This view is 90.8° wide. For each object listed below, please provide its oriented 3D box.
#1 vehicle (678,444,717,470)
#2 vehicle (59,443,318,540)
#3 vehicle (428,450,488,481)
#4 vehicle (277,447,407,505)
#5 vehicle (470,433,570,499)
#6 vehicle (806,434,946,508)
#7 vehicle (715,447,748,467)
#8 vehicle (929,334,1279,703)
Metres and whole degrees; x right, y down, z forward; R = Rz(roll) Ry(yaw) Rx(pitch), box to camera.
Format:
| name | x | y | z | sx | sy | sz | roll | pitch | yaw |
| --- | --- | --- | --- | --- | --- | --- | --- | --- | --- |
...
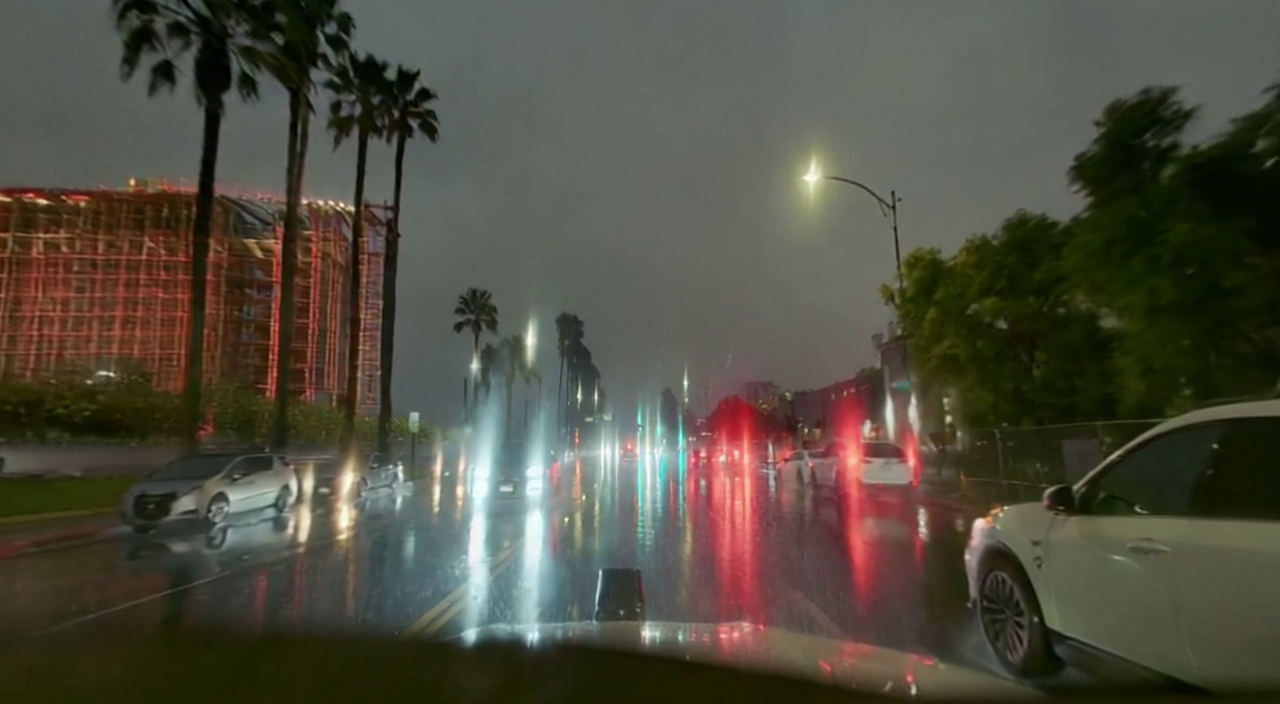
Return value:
| name | x | y | z | sx | sy | sz | roll | pitch | yaw |
| --- | --- | --- | --- | --- | --- | --- | --- | --- | --- |
| vehicle | 3.481 | 6.382 | 38.783 | 1.999 | 1.487 | 3.939 | 0 | -8 | 0 |
| vehicle | -9.698 | 2.959 | 14.318 | 2.051 | 1.762 | 5.059 | 0 | -8 | 1 |
| vehicle | -9.583 | 6.007 | 33.655 | 1.826 | 1.445 | 4.325 | 0 | -8 | 2 |
| vehicle | -9.736 | 4.038 | 21.204 | 1.951 | 1.644 | 4.987 | 0 | -8 | 0 |
| vehicle | -3.403 | 3.314 | 18.809 | 2.096 | 1.716 | 4.300 | 0 | -8 | 1 |
| vehicle | 6.325 | 3.202 | 17.583 | 1.981 | 1.768 | 4.405 | 0 | -8 | -3 |
| vehicle | 6.865 | 7.880 | 47.618 | 1.819 | 1.435 | 4.337 | 0 | -8 | 0 |
| vehicle | 3.121 | 0.827 | 2.388 | 1.953 | 1.687 | 4.344 | 0 | -8 | 0 |
